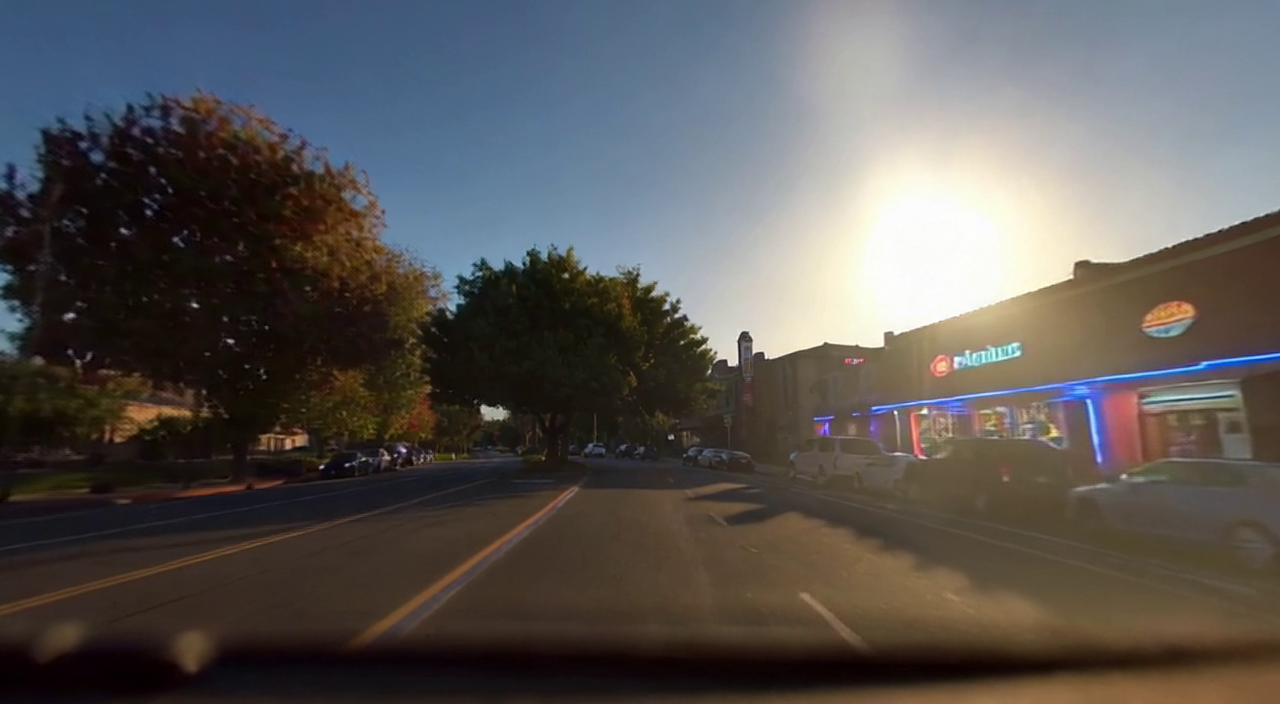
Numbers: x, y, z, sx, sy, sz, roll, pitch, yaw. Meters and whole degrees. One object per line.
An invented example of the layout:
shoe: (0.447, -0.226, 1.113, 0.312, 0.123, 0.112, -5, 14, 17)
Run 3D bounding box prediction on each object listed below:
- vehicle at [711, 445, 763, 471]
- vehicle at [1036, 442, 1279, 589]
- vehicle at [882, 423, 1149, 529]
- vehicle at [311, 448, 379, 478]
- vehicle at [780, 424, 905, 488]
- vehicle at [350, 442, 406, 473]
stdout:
vehicle: (5.926, 6.530, 39.152, 1.872, 1.515, 4.799, 1, -9, -8)
vehicle: (7.424, 1.855, 7.709, 1.870, 1.469, 5.136, 0, -9, 0)
vehicle: (7.498, 2.531, 13.520, 2.425, 1.818, 5.028, 0, -9, -3)
vehicle: (-15.643, 5.868, 33.781, 2.027, 1.470, 4.550, 1, -9, -8)
vehicle: (7.370, 3.901, 23.951, 2.543, 2.114, 5.984, 0, -9, -2)
vehicle: (-16.042, 6.475, 38.925, 1.927, 1.748, 4.474, 1, -9, -7)
